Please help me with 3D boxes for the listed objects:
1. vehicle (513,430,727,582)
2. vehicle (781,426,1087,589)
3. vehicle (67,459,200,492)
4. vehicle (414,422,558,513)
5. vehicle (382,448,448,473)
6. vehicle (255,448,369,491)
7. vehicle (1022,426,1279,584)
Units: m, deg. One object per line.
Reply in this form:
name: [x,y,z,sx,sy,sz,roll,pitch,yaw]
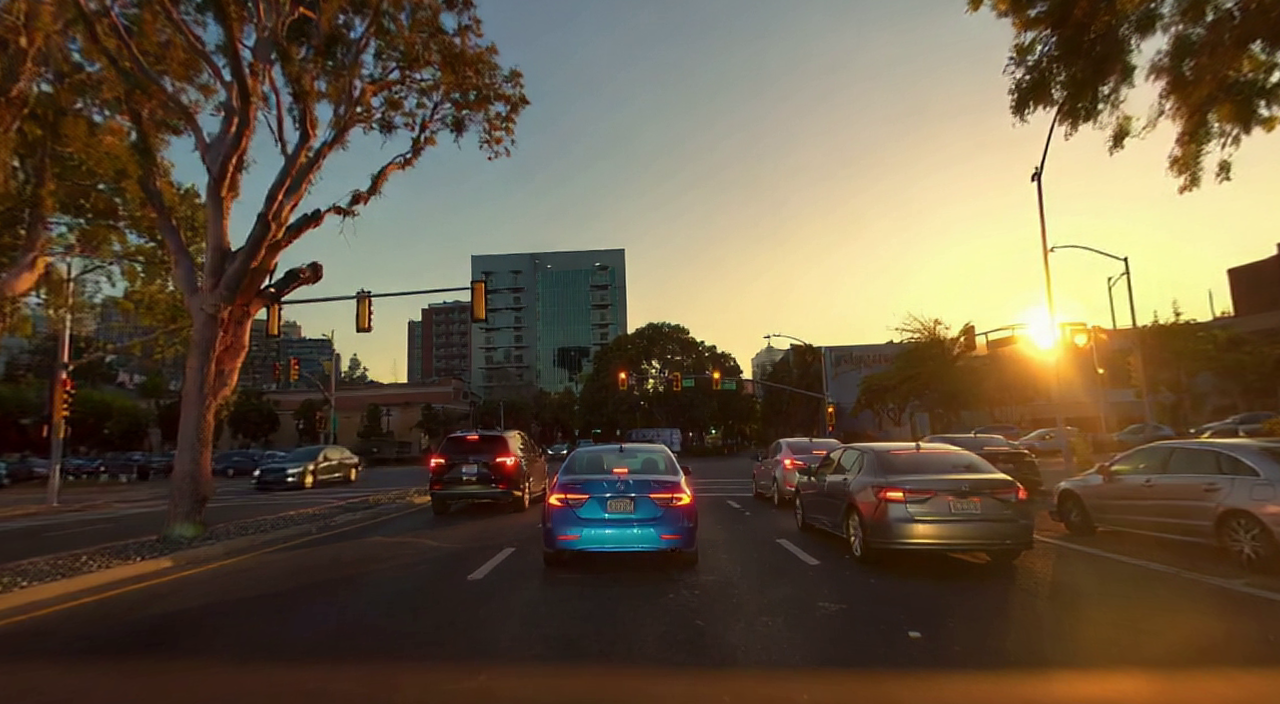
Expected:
vehicle: [-0.177,1.812,8.225,2.098,1.477,3.897,0,-8,1]
vehicle: [3.234,1.769,8.073,2.020,1.513,4.120,0,-8,2]
vehicle: [-25.283,6.147,31.723,4.679,1.488,2.052,2,-9,-13]
vehicle: [-3.452,2.718,15.410,2.160,1.823,5.115,0,-8,1]
vehicle: [-16.216,7.806,45.805,1.925,1.686,4.761,-3,-9,19]
vehicle: [-12.413,4.451,24.282,1.872,1.463,4.455,0,-8,2]
vehicle: [7.189,1.733,7.829,2.004,1.508,4.646,0,-8,0]
